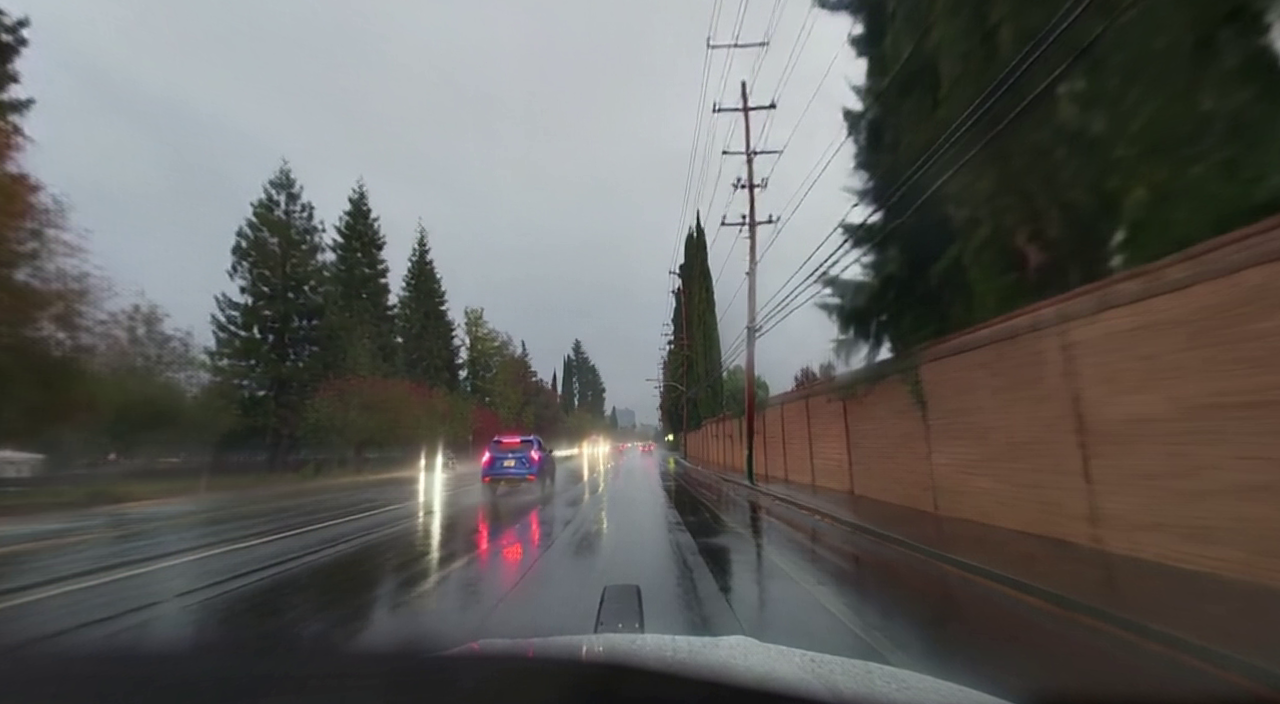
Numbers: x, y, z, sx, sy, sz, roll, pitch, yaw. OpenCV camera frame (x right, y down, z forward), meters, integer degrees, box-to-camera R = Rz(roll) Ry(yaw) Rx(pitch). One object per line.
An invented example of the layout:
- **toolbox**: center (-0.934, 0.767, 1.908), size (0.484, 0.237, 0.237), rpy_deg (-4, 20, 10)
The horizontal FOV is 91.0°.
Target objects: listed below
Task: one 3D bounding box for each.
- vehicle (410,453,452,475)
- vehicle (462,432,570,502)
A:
- **vehicle**: center (-15.996, 8.582, 48.313), size (1.766, 1.554, 3.887), rpy_deg (0, -8, 1)
- **vehicle**: center (-3.379, 3.229, 18.137), size (2.147, 1.730, 4.555), rpy_deg (0, -8, 0)
